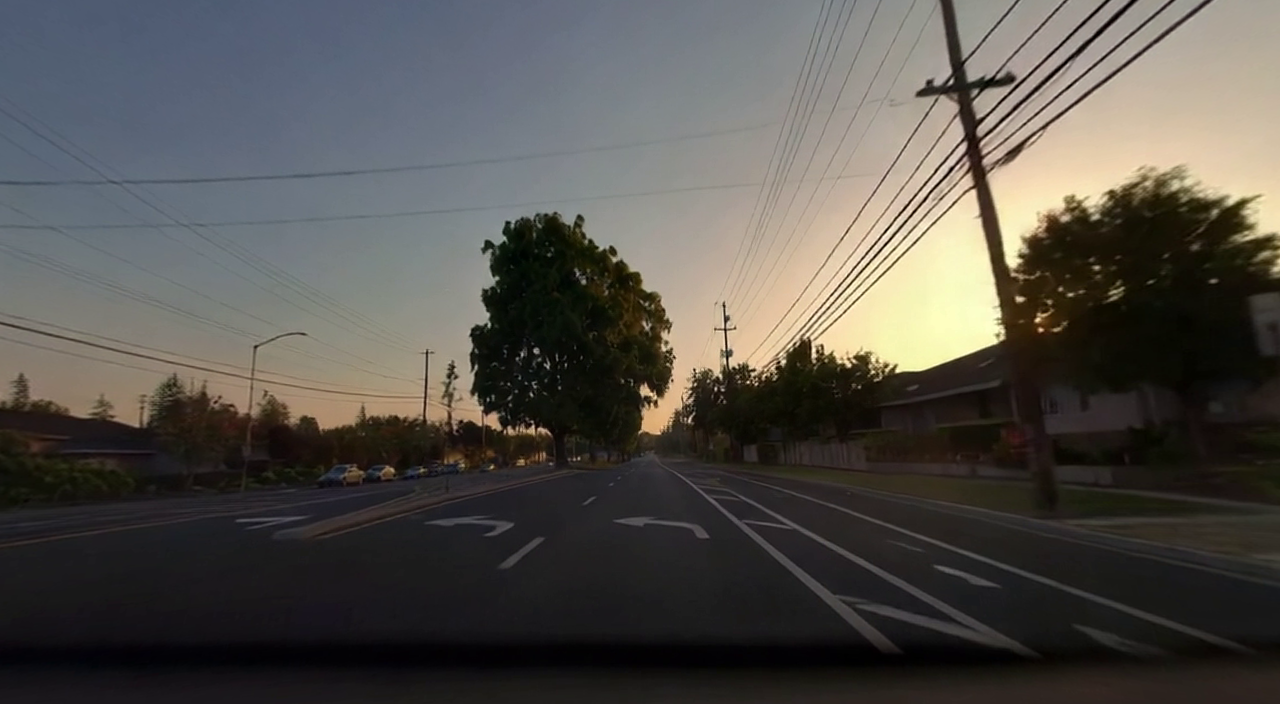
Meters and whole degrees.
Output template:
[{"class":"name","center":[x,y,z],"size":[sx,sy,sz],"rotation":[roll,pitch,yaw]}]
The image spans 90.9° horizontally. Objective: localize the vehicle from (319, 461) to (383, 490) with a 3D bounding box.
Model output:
[{"class":"vehicle","center":[-21.399,9.145,46.936],"size":[2.052,1.915,5.101],"rotation":[-1,-8,4]}]
